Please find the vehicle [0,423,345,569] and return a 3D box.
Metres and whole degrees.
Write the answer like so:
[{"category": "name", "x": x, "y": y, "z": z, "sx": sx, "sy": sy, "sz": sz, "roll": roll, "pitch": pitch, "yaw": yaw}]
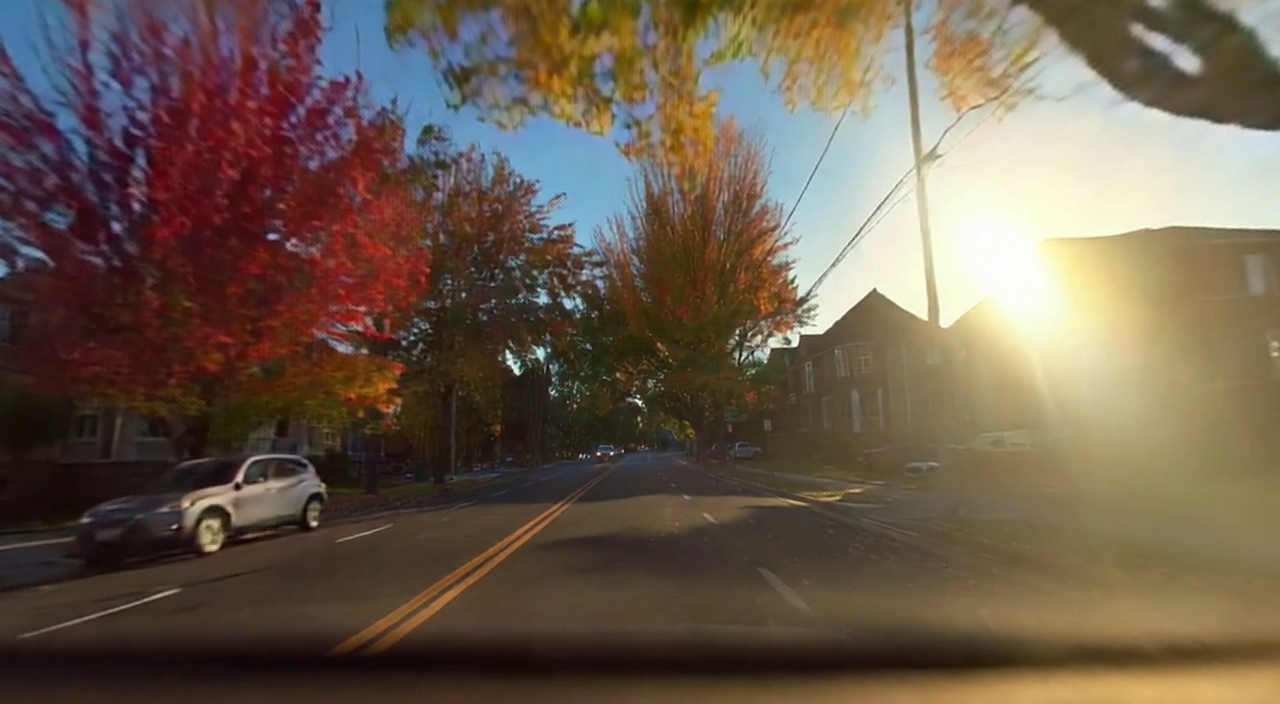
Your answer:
[{"category": "vehicle", "x": -7.292, "y": 2.311, "z": 10.737, "sx": 2.129, "sy": 1.730, "sz": 5.544, "roll": -2, "pitch": -10, "yaw": -3}]
